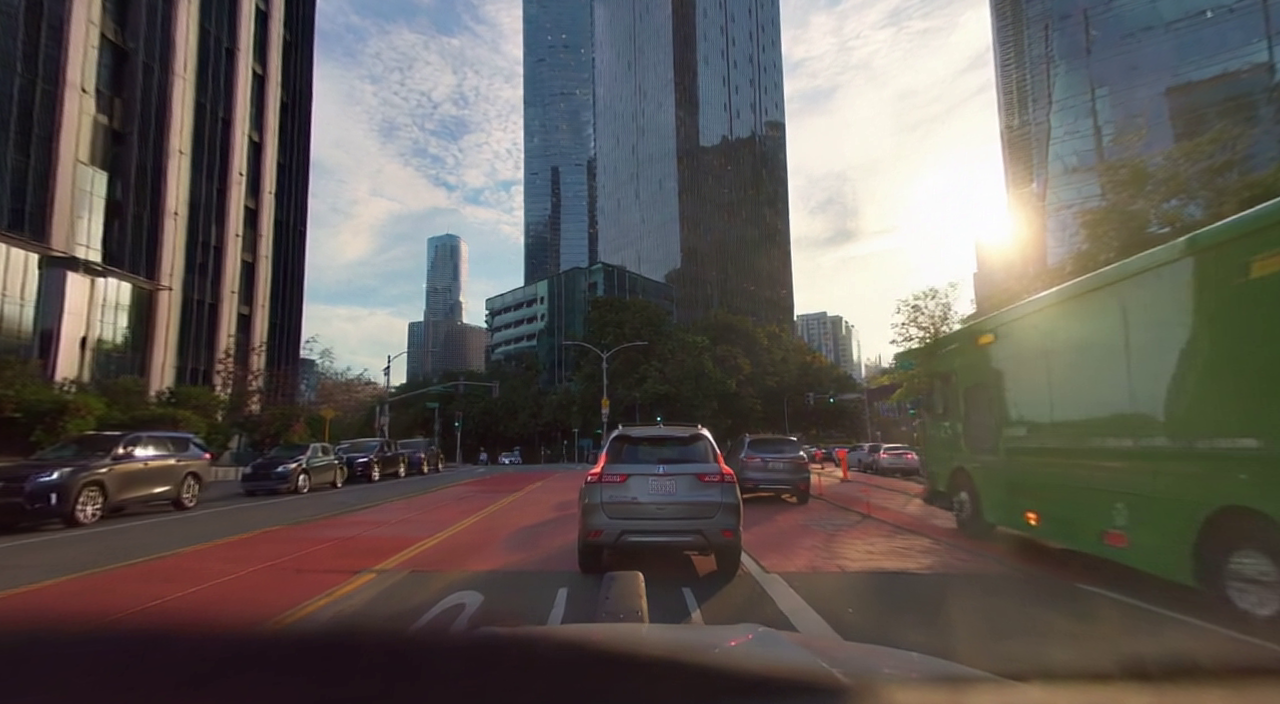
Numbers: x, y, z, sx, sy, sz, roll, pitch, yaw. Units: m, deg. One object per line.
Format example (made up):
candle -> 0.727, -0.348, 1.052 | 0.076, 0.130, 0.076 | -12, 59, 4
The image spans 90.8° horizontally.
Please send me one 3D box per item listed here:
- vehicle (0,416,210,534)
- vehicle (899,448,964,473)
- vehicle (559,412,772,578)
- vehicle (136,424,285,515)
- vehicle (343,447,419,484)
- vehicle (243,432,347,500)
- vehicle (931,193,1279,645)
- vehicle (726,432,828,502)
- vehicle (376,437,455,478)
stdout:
vehicle -> -10.325, 2.310, 12.331 | 1.543, 1.946, 3.454 | 1, -9, -5
vehicle -> 22.460, 8.316, 48.720 | 4.211, 1.820, 2.094 | -6, -10, 33
vehicle -> 0.328, 1.792, 8.690 | 2.192, 1.695, 4.142 | 0, -8, 2
vehicle -> -10.659, 2.904, 15.983 | 1.482, 2.019, 3.297 | 0, -9, -3
vehicle -> -11.226, 4.934, 27.726 | 1.791, 1.463, 4.210 | 0, -9, -4
vehicle -> -10.952, 3.602, 20.342 | 1.559, 1.973, 3.419 | 1, -9, -4
vehicle -> 6.136, 0.756, 6.331 | 3.113, 3.116, 7.650 | -1, -8, 3
vehicle -> 3.872, 3.332, 18.754 | 2.143, 1.793, 4.763 | 0, -8, 3
vehicle -> -11.634, 5.504, 33.248 | 2.338, 1.963, 5.740 | 0, -9, -3
